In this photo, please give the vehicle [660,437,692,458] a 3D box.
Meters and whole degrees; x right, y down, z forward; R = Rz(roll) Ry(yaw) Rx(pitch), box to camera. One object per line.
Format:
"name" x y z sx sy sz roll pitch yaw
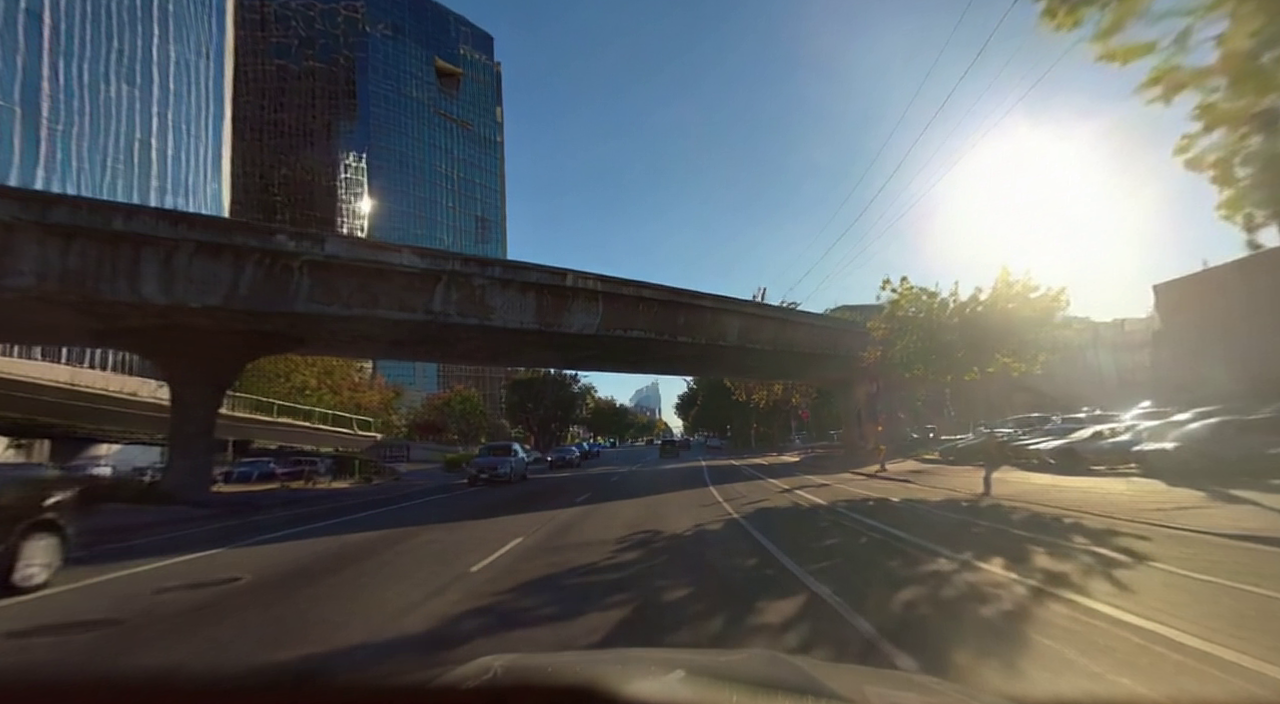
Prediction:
"vehicle" 2.762 7.254 47.767 2.280 1.475 4.051 -1 -9 5
